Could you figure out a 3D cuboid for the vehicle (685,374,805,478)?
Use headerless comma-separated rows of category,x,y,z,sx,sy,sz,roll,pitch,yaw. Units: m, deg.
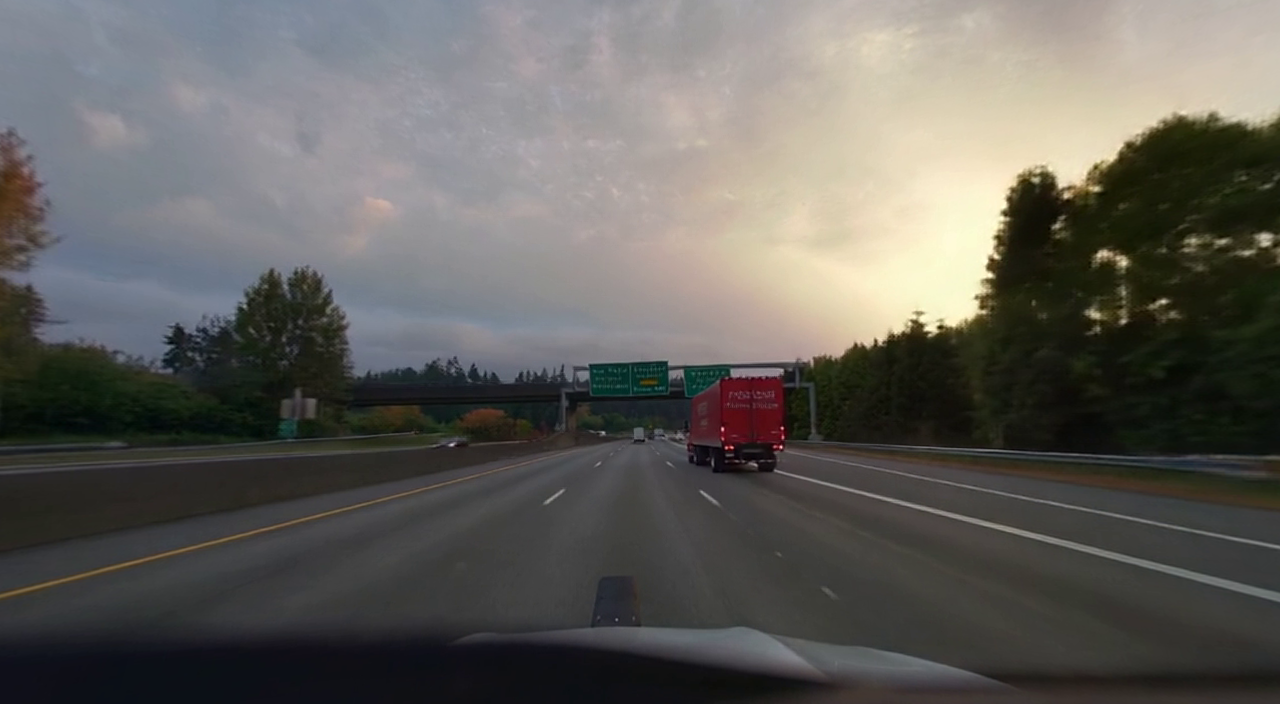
vehicle,3.839,3.169,26.157,2.849,3.391,11.018,0,-8,-1
